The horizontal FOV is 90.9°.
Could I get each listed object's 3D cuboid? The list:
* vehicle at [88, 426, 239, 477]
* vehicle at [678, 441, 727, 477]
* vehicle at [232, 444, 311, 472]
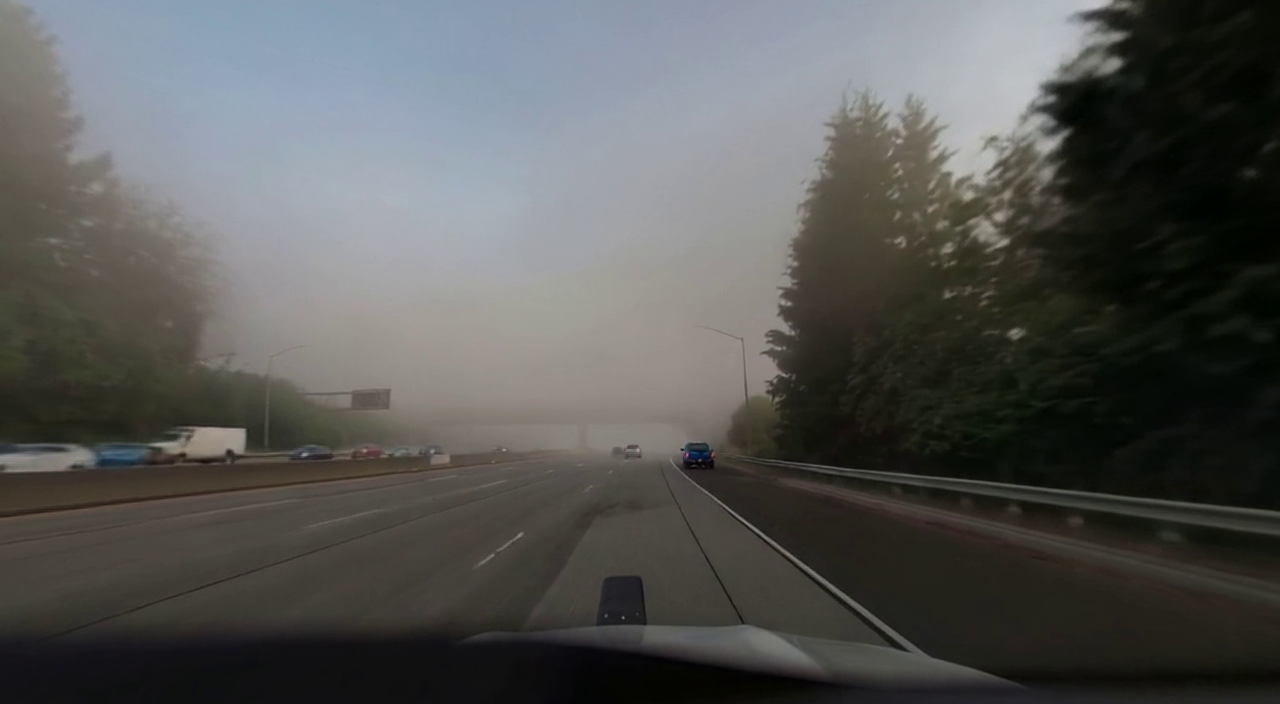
[{"bbox_3d":[-23.720,5.018,31.888,2.808,2.299,6.041,0,-8,1],"label":"vehicle"},{"bbox_3d":[2.981,5.236,31.187,2.010,1.637,4.940,0,-9,1],"label":"vehicle"},{"bbox_3d":[-20.416,5.871,35.173,1.833,1.457,4.188,0,-9,0],"label":"vehicle"}]
